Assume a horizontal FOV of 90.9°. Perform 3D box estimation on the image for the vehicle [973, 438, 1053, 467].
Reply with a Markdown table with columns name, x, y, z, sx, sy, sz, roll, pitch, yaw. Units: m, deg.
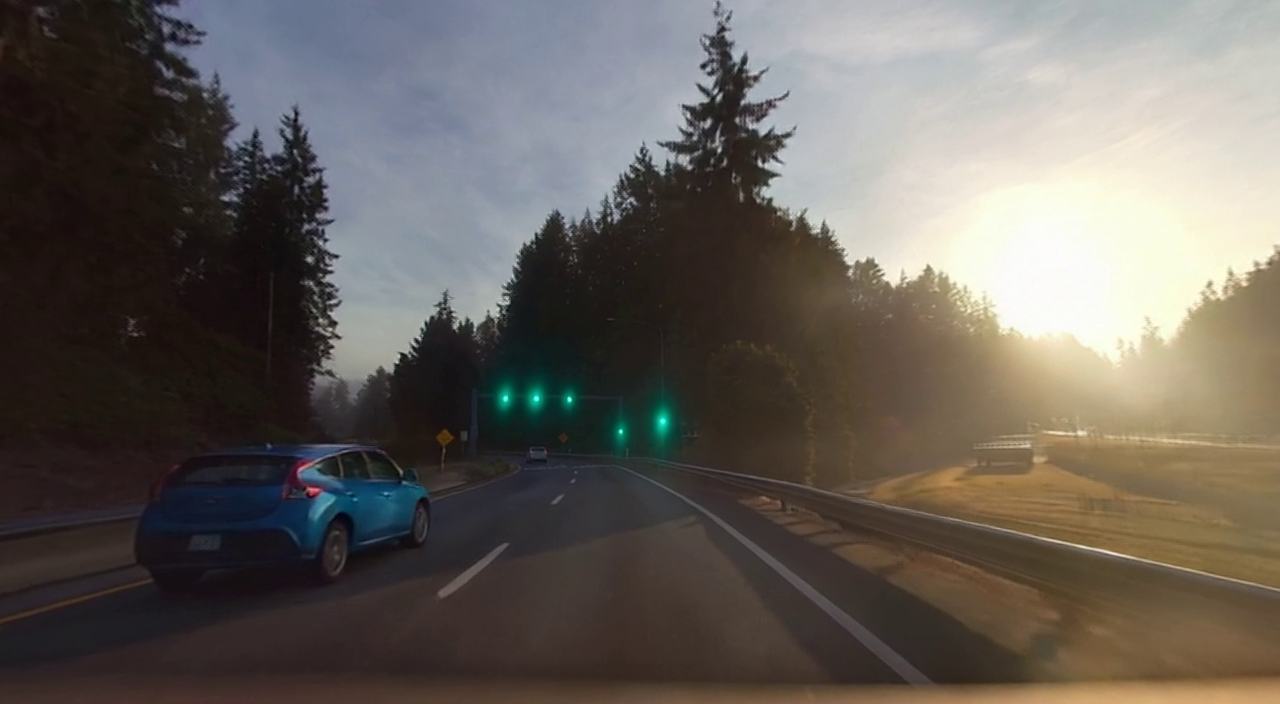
| name | x | y | z | sx | sy | sz | roll | pitch | yaw |
| --- | --- | --- | --- | --- | --- | --- | --- | --- | --- |
| vehicle | 20.942 | 5.630 | 35.329 | 4.141 | 1.451 | 1.720 | 2 | -10 | -26 |

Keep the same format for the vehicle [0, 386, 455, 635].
| name | x | y | z | sx | sy | sz | roll | pitch | yaw |
| --- | --- | --- | --- | --- | --- | --- | --- | --- | --- |
| vehicle | -4.032 | 1.550 | 7.302 | 2.336 | 1.857 | 4.986 | 0 | -8 | -1 |
